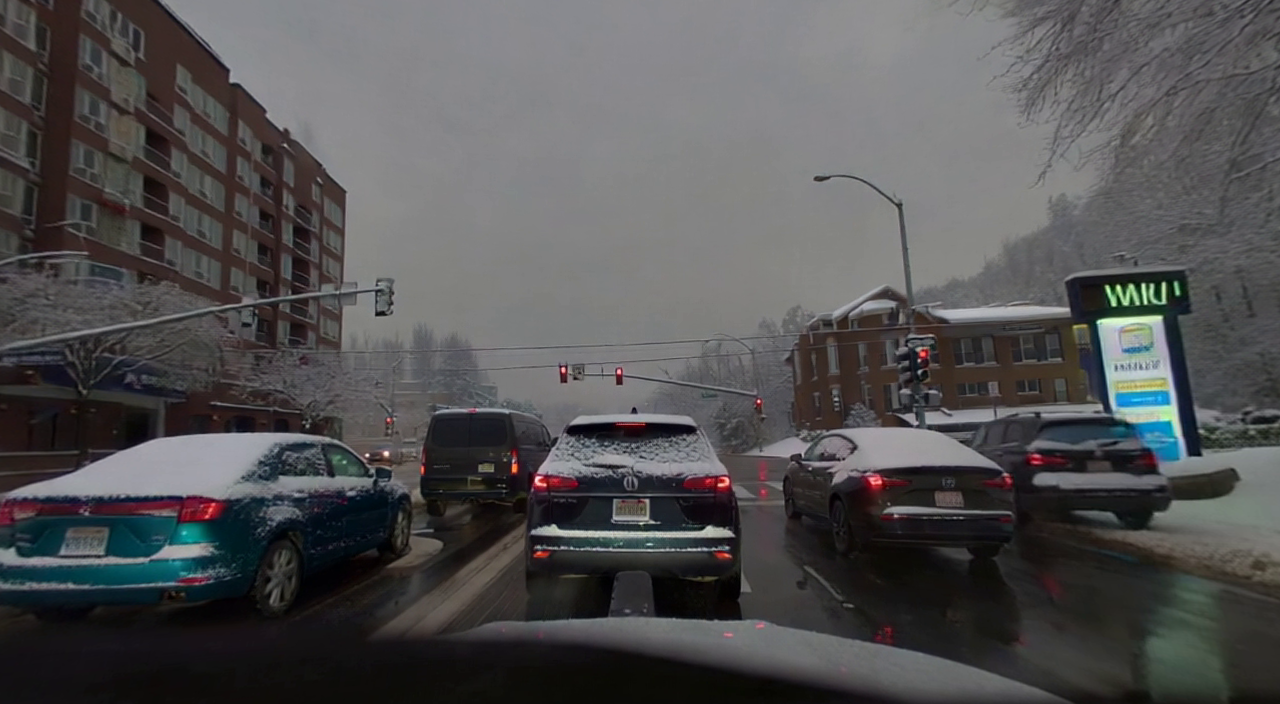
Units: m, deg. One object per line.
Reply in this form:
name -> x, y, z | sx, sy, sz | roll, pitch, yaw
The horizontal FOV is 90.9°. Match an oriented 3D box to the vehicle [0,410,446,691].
vehicle -> -3.546, 1.425, 5.820 | 1.906, 1.524, 4.547 | 0, -8, 2

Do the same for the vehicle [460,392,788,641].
vehicle -> -0.125, 1.422, 6.448 | 2.195, 1.662, 4.262 | 0, -8, 0

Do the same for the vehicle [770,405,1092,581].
vehicle -> 3.206, 1.660, 8.255 | 2.004, 1.646, 4.554 | 0, -8, 0

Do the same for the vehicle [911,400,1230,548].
vehicle -> 6.320, 1.851, 10.215 | 2.081, 1.790, 4.839 | -1, -9, 5
